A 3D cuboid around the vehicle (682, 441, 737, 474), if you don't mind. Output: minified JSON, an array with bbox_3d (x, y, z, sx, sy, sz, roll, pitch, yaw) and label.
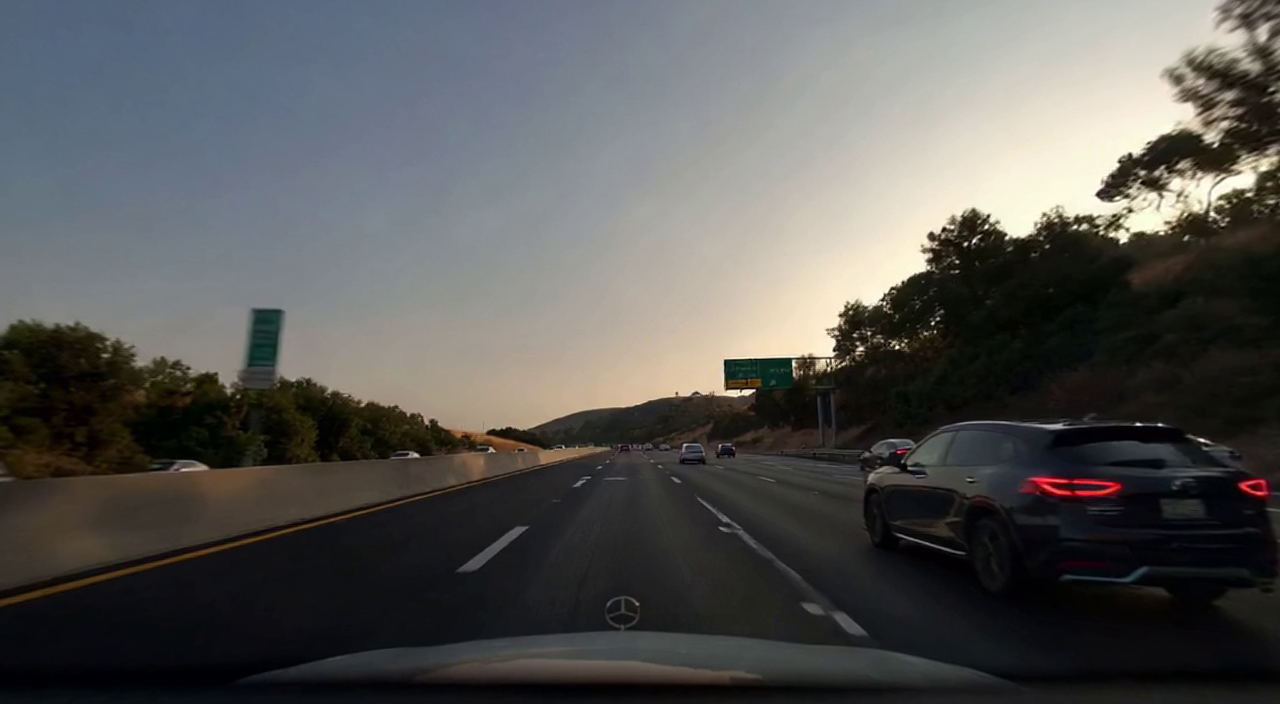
[{"bbox_3d":[3.212,4.994,30.124,2.038,1.477,4.313,0,-8,-1],"label":"vehicle"}]

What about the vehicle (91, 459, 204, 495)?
[{"bbox_3d":[-22.006,5.573,28.450,1.857,1.392,4.044,0,-9,-1],"label":"vehicle"}]

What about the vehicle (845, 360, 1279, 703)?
[{"bbox_3d":[3.294,1.163,4.648,1.977,1.601,4.598,0,-8,-1],"label":"vehicle"}]
